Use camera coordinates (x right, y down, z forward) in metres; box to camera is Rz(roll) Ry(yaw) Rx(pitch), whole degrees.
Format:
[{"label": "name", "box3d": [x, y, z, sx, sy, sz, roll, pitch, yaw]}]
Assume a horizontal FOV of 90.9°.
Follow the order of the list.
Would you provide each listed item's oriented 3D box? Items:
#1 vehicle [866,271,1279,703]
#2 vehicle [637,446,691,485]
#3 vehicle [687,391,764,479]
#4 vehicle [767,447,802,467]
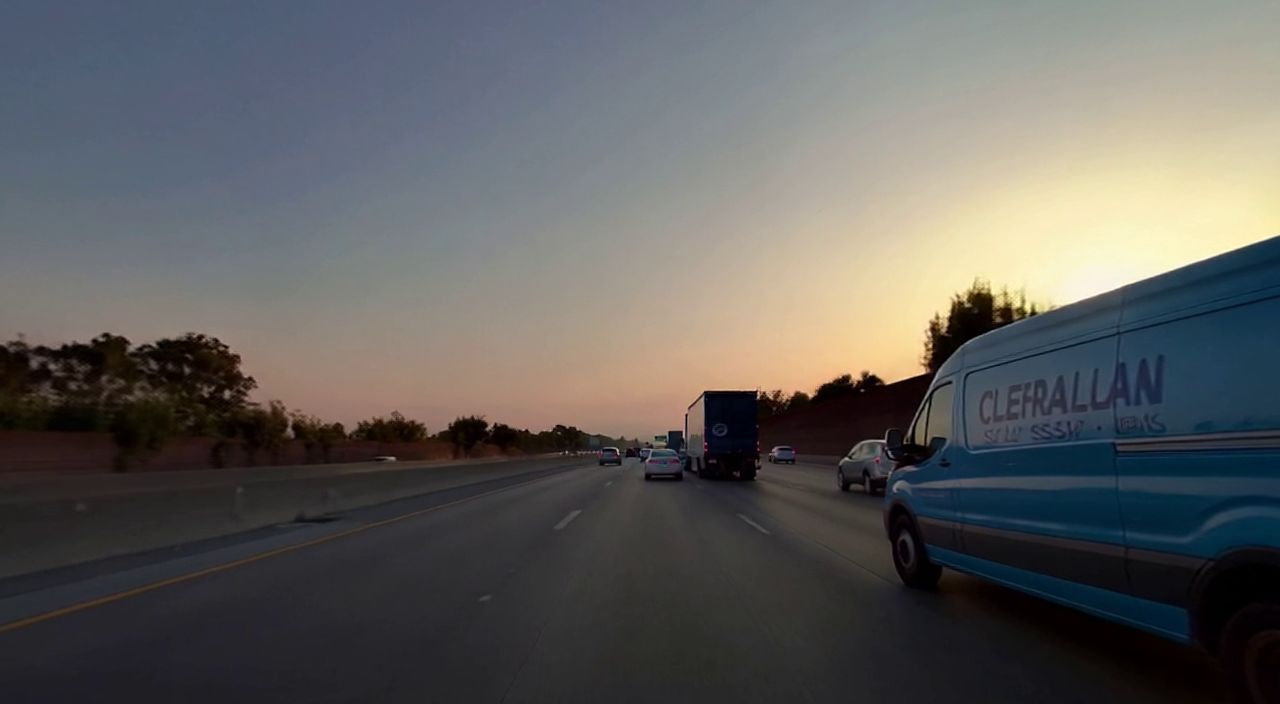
[{"label": "vehicle", "box3d": [3.752, 0.941, 4.086, 2.441, 2.017, 5.739, 0, -9, 0]}, {"label": "vehicle", "box3d": [0.906, 4.738, 26.624, 2.063, 1.469, 4.208, 0, -9, -1]}, {"label": "vehicle", "box3d": [4.474, 4.840, 35.901, 2.821, 4.077, 12.562, 0, -9, 1]}, {"label": "vehicle", "box3d": [11.350, 8.243, 49.728, 1.870, 1.525, 3.680, 0, -9, 0]}]
